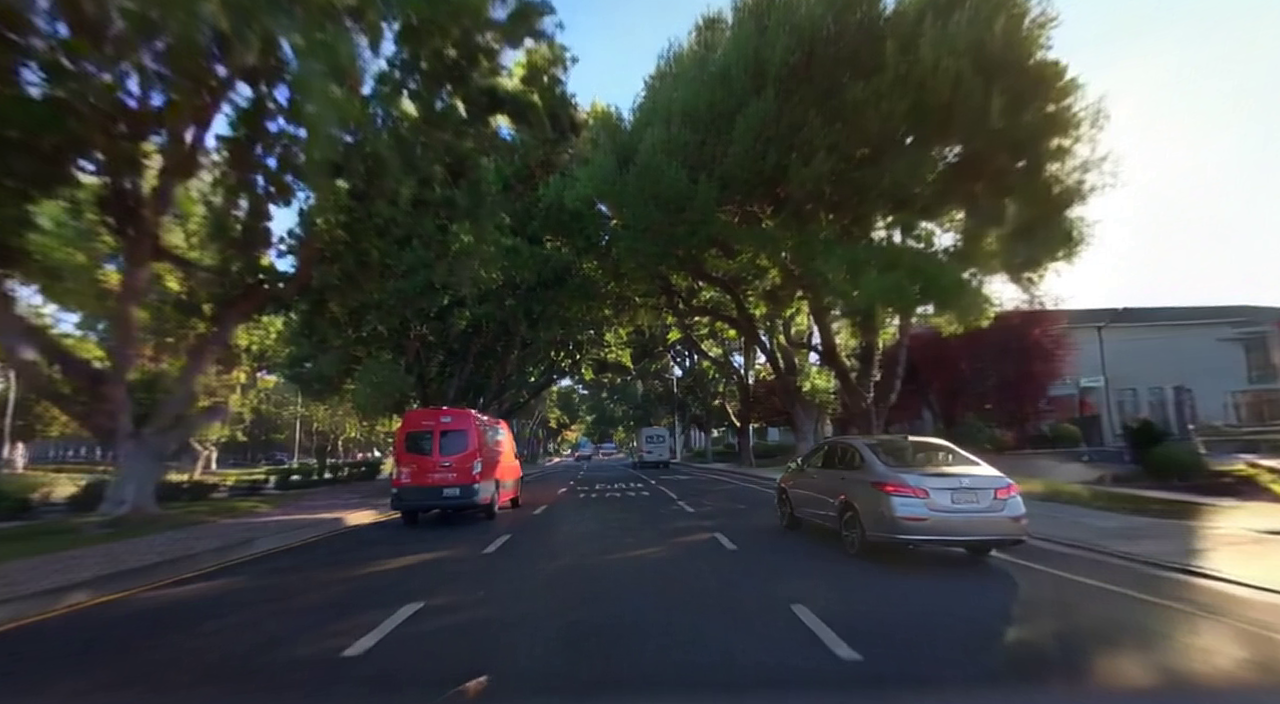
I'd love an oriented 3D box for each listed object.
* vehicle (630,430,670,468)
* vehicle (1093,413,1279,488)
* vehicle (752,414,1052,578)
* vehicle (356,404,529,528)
[{"bbox_3d":[0.633,7.015,45.780,2.397,2.566,5.324,1,-9,-5],"label":"vehicle"},{"bbox_3d":[13.551,2.302,14.879,4.117,1.627,2.086,0,-9,-3],"label":"vehicle"},{"bbox_3d":[3.113,1.827,8.855,2.087,1.658,4.612,0,-9,-2],"label":"vehicle"},{"bbox_3d":[-3.969,2.397,13.746,2.420,2.227,4.499,0,-9,-2],"label":"vehicle"}]
